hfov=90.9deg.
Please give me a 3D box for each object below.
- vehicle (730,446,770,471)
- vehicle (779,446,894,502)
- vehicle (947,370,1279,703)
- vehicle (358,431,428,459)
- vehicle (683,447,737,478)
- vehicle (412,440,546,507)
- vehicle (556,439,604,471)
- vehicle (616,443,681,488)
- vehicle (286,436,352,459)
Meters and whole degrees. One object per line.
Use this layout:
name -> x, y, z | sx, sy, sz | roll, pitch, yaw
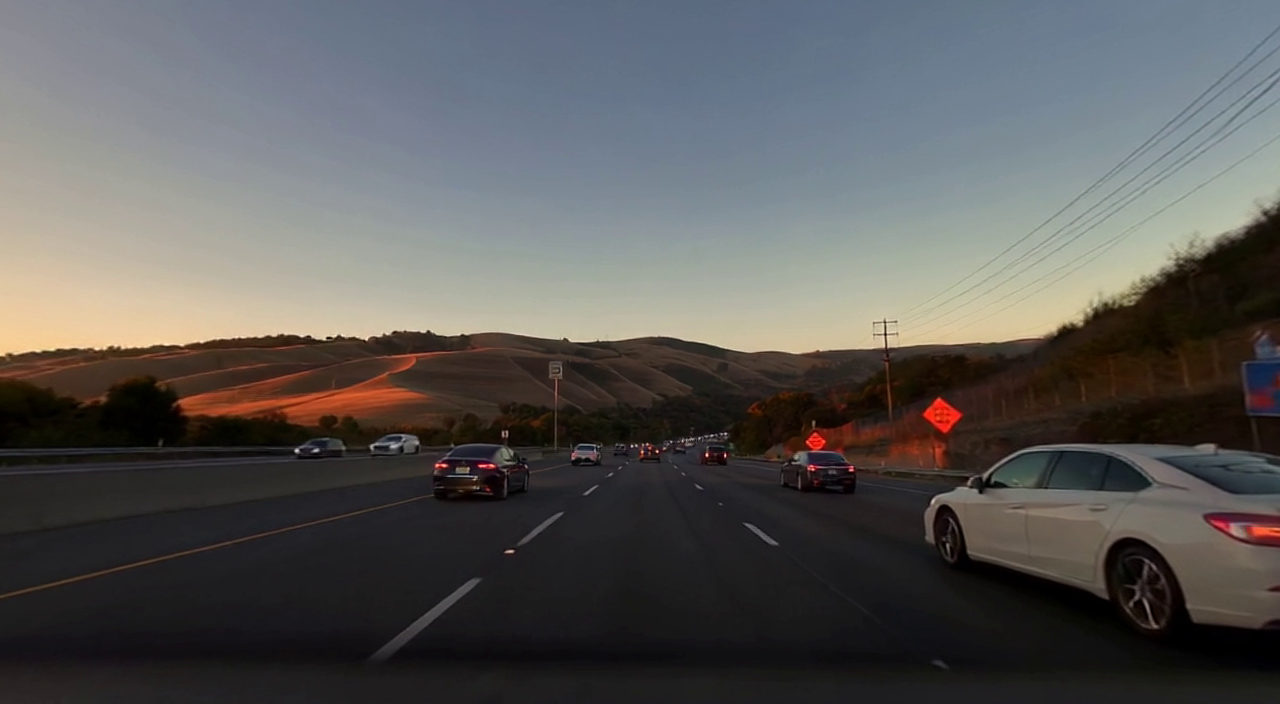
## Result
vehicle -> 8.093, 7.869, 46.838 | 2.042, 1.684, 4.609 | 0, -9, 0
vehicle -> 5.690, 3.553, 18.862 | 1.867, 1.465, 4.093 | 0, -9, -4
vehicle -> 3.835, 1.007, 3.380 | 2.018, 1.670, 4.658 | 0, -9, 0
vehicle -> -15.104, 5.751, 38.958 | 2.257, 1.591, 4.861 | -1, -9, 1
vehicle -> 3.435, 5.506, 31.718 | 2.177, 1.453, 4.205 | 0, -9, -1
vehicle -> -3.834, 2.982, 15.913 | 2.232, 1.438, 4.163 | 0, -9, 1
vehicle -> -3.360, 5.859, 36.144 | 2.234, 1.675, 4.527 | -1, -9, 1
vehicle -> 0.279, 4.114, 23.187 | 2.138, 1.473, 4.392 | 0, -9, 0
vehicle -> -21.503, 6.423, 42.454 | 1.996, 1.473, 4.452 | -1, -9, 2
